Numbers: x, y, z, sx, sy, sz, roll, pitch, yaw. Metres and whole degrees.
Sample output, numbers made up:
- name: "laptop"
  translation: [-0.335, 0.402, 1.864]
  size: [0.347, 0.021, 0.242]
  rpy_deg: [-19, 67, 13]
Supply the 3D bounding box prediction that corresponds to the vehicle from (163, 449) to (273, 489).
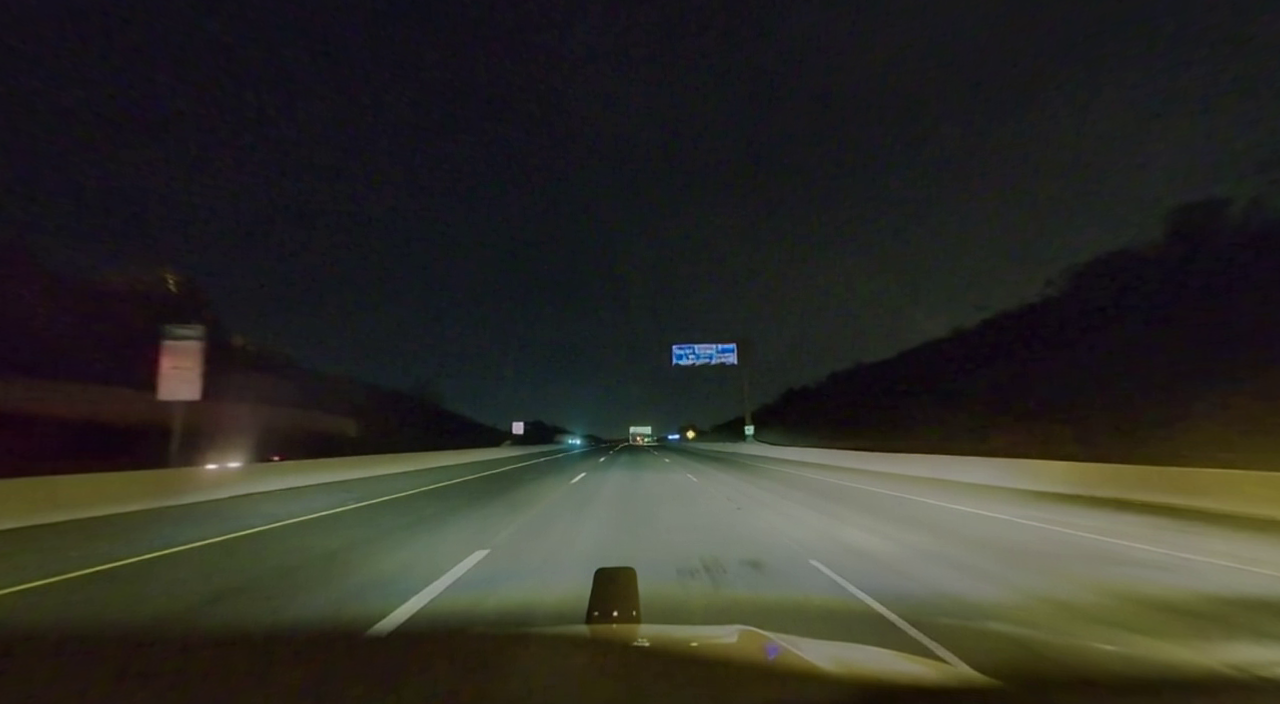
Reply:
- name: "vehicle"
  translation: [-18.010, 4.967, 27.122]
  size: [1.911, 1.468, 4.258]
  rpy_deg: [0, -8, -2]
